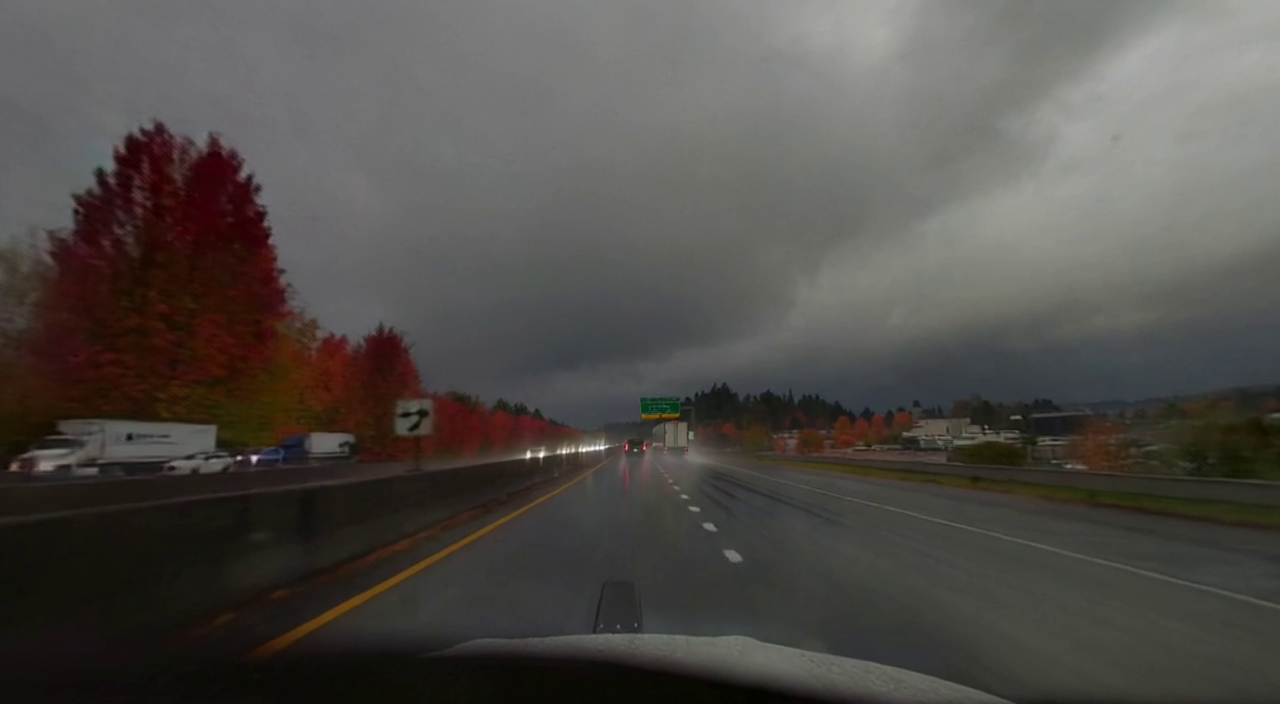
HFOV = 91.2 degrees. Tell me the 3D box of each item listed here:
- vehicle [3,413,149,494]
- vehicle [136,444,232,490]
[{"bbox_3d":[-31.497,5.685,35.469,3.075,4.089,6.338,1,-9,-12],"label":"vehicle"},{"bbox_3d":[-28.616,7.187,39.669,2.351,2.578,6.157,1,-9,-11],"label":"vehicle"}]
